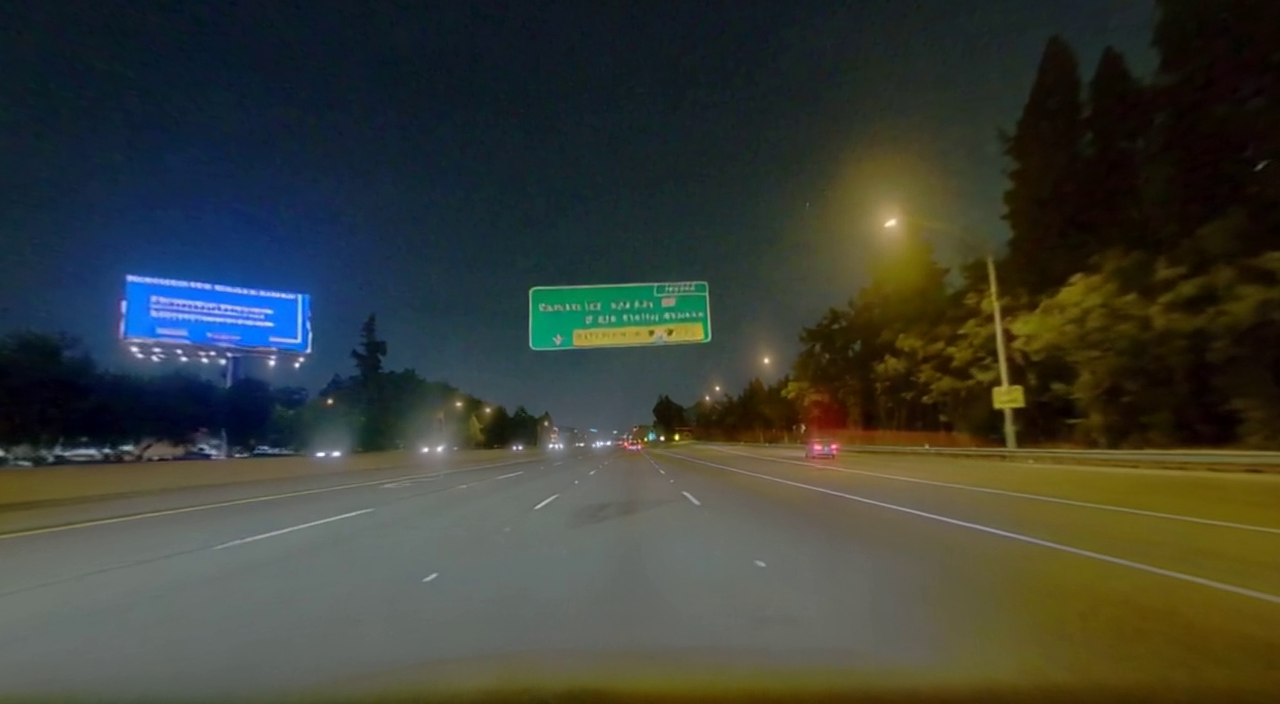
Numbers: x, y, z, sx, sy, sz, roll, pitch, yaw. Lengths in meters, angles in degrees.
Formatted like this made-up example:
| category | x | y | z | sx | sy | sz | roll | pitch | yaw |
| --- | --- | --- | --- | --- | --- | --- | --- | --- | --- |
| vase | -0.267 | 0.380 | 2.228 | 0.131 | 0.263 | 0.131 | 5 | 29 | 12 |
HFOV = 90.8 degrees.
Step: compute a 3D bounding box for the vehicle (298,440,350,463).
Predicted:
| category | x | y | z | sx | sy | sz | roll | pitch | yaw |
| --- | --- | --- | --- | --- | --- | --- | --- | --- | --- |
| vehicle | -20.006 | 6.296 | 40.158 | 1.459 | 1.356 | 3.255 | -1 | -8 | 4 |
